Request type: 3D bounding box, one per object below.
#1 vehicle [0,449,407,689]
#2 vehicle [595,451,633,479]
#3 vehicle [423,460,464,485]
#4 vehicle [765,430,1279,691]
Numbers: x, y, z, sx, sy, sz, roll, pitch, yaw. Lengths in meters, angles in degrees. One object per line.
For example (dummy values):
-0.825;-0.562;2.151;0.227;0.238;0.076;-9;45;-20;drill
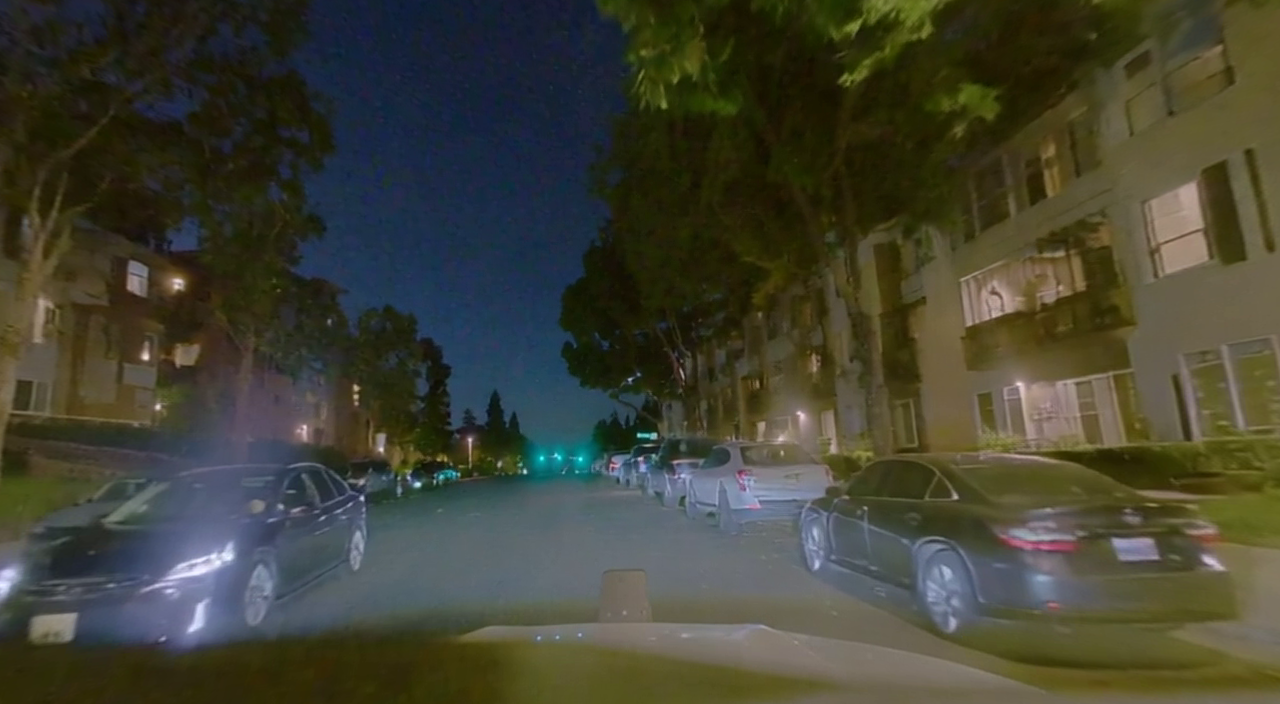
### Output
-3.974;1.755;6.407;1.971;1.476;4.593;1;-9;-7;vehicle
-1.897;7.856;44.244;2.114;1.787;4.783;1;-9;-9;vehicle
-12.897;7.903;41.511;1.760;1.418;4.218;0;-9;-6;vehicle
2.937;1.603;6.186;1.876;1.538;4.447;1;-9;-9;vehicle
